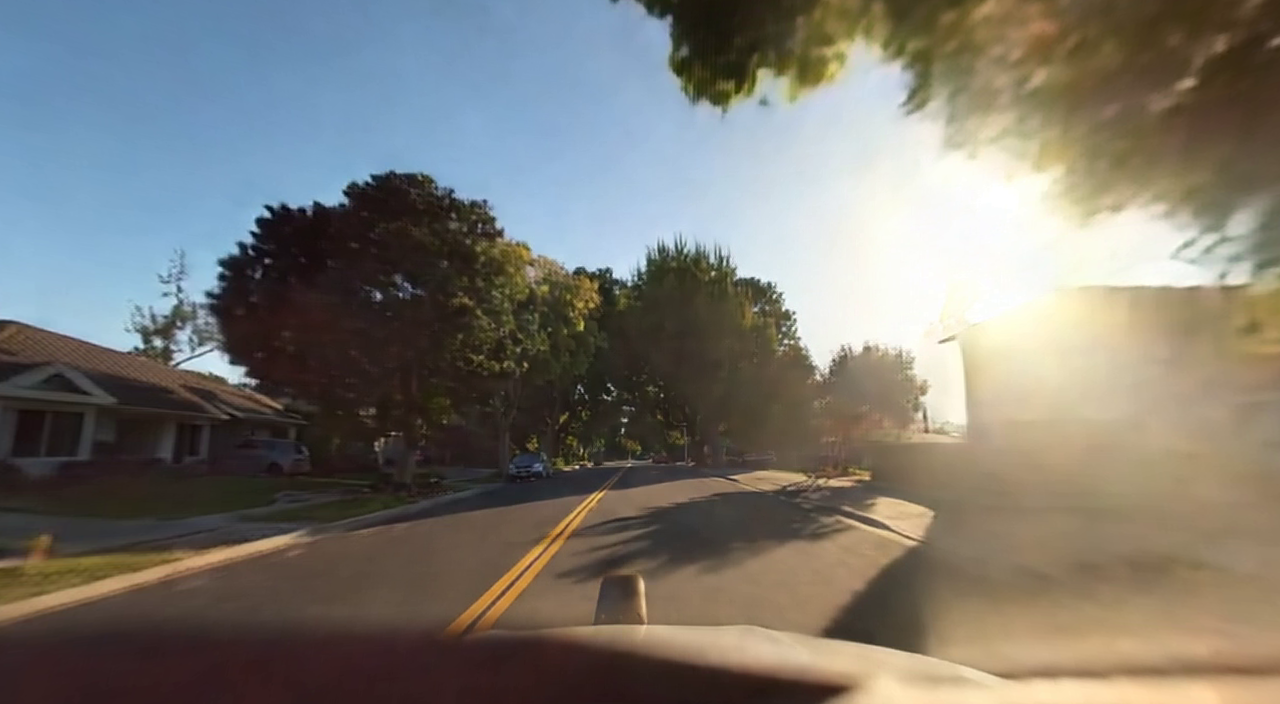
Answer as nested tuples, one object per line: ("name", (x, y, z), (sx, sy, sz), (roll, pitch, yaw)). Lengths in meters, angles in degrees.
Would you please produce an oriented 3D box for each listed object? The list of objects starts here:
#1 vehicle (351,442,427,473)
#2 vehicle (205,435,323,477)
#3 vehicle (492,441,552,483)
("vehicle", (-16.872, 7.072, 42.346), (4.742, 1.495, 1.963), (-11, -11, 23))
("vehicle", (-14.667, 4.032, 24.543), (4.668, 1.491, 1.941), (-6, -10, 32))
("vehicle", (-5.662, 5.447, 30.776), (1.924, 1.765, 4.542), (-3, -12, 1))
